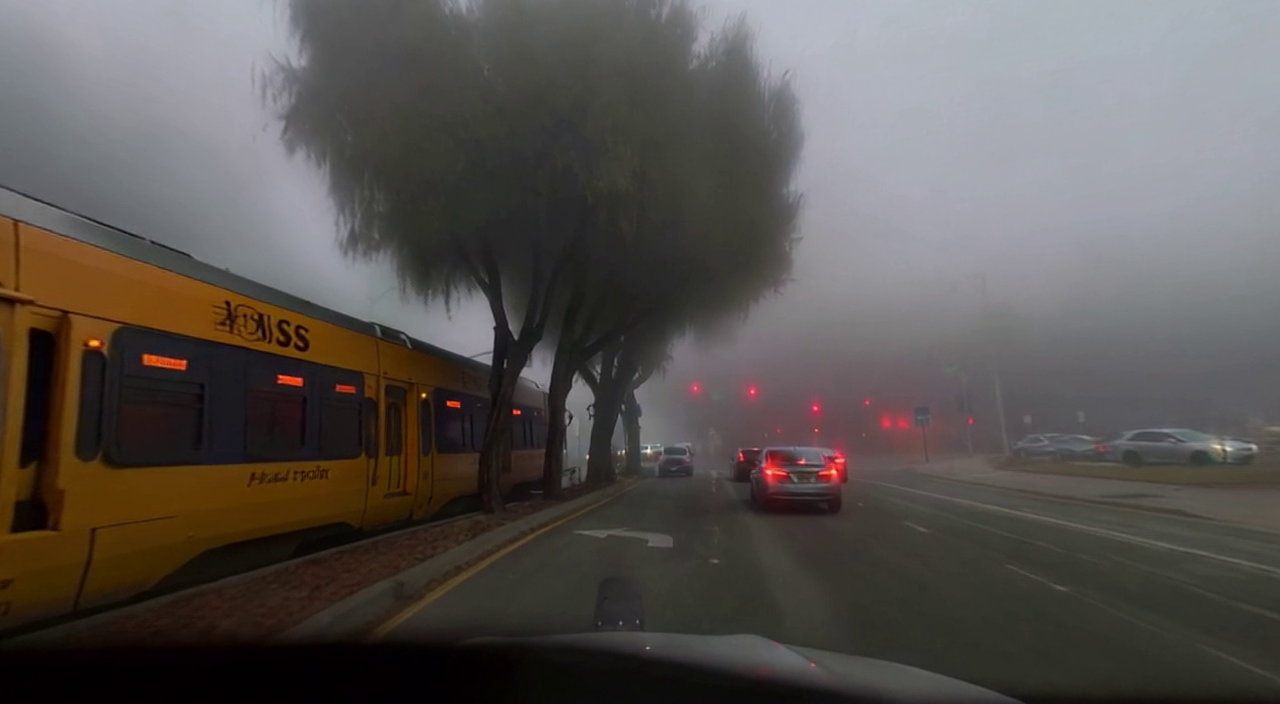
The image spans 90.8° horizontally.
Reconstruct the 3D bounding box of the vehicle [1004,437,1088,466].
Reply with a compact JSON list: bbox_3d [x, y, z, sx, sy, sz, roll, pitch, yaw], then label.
[{"bbox_3d":[21.424,5.288,33.586,1.796,1.434,4.504,-1,-9,6],"label":"vehicle"}]

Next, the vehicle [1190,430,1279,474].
[{"bbox_3d":[22.607,3.583,22.712,1.825,1.462,4.764,-2,-9,8],"label":"vehicle"}]

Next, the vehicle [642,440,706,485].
[{"bbox_3d":[1.345,4.054,23.365,2.118,1.478,4.076,-1,-9,6],"label":"vehicle"}]

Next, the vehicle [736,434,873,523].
[{"bbox_3d":[3.112,2.481,12.925,2.002,1.471,4.337,-1,-9,5],"label":"vehicle"}]

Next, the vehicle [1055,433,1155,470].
[{"bbox_3d":[20.916,4.490,28.629,1.831,1.545,3.872,-1,-9,6],"label":"vehicle"}]

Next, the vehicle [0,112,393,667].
[{"bbox_3d":[-5.925,0.036,2.790,2.897,3.700,13.528,-1,-8,6],"label":"vehicle"}]

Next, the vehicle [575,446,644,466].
[{"bbox_3d":[-2.295,7.844,47.727,4.941,1.473,1.885,-1,-9,7],"label":"vehicle"}]
